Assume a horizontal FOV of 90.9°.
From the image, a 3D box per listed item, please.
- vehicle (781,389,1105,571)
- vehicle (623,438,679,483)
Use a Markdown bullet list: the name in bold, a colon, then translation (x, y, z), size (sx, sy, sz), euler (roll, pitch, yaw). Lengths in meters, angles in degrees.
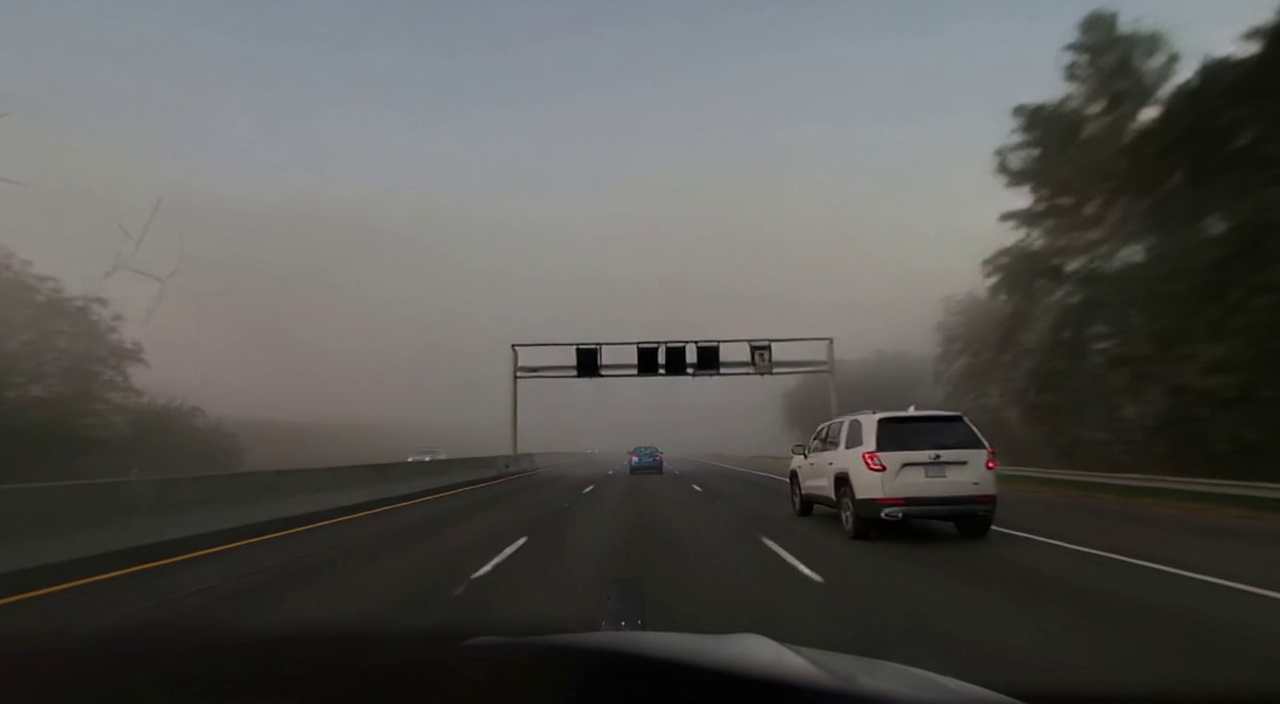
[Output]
- **vehicle**: translation (3.689, 1.695, 9.051), size (2.104, 1.861, 4.956), euler (0, -9, -1)
- **vehicle**: translation (0.387, 4.363, 25.471), size (2.083, 1.653, 3.787), euler (0, -9, 0)
